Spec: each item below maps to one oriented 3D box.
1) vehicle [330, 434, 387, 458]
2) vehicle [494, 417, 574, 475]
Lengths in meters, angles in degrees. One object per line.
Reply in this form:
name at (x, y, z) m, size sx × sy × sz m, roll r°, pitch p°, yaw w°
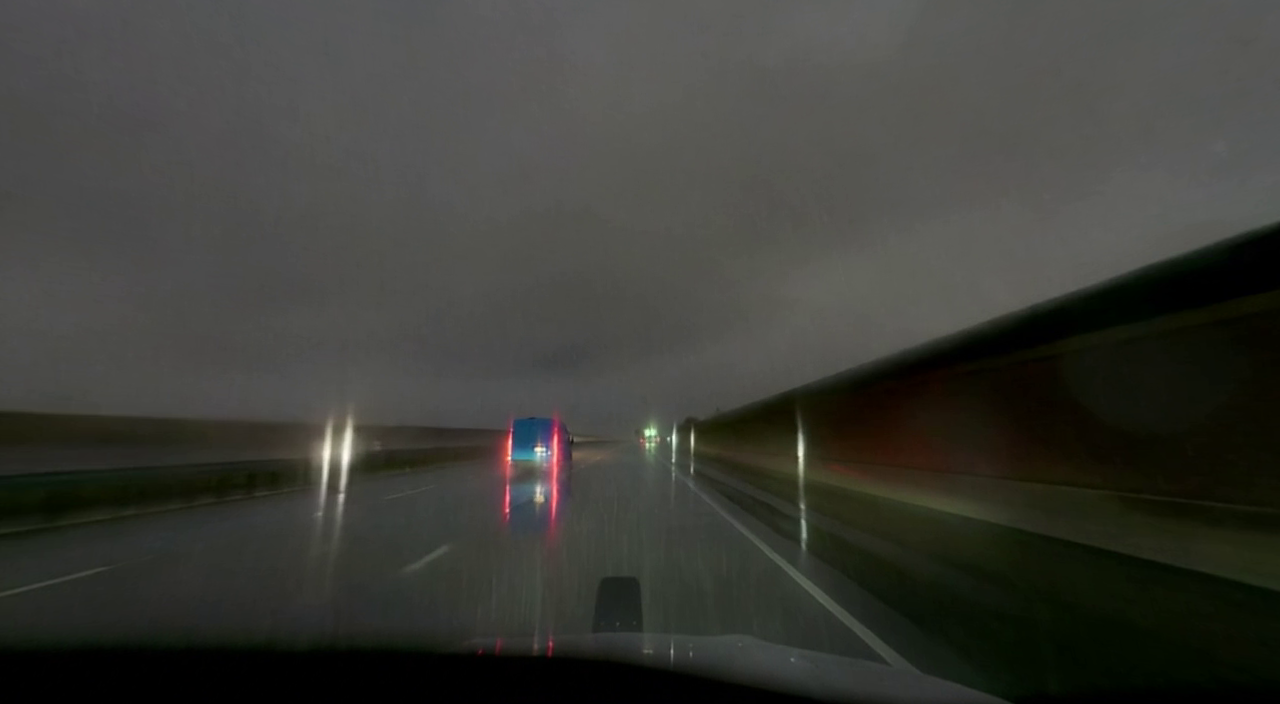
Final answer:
vehicle at (-21.294, 7.111, 47.791) m, size 2.024 × 1.717 × 5.039 m, roll 0°, pitch -8°, yaw -1°
vehicle at (-4.029, 3.659, 24.791) m, size 2.309 × 2.053 × 4.884 m, roll 0°, pitch -8°, yaw 0°
